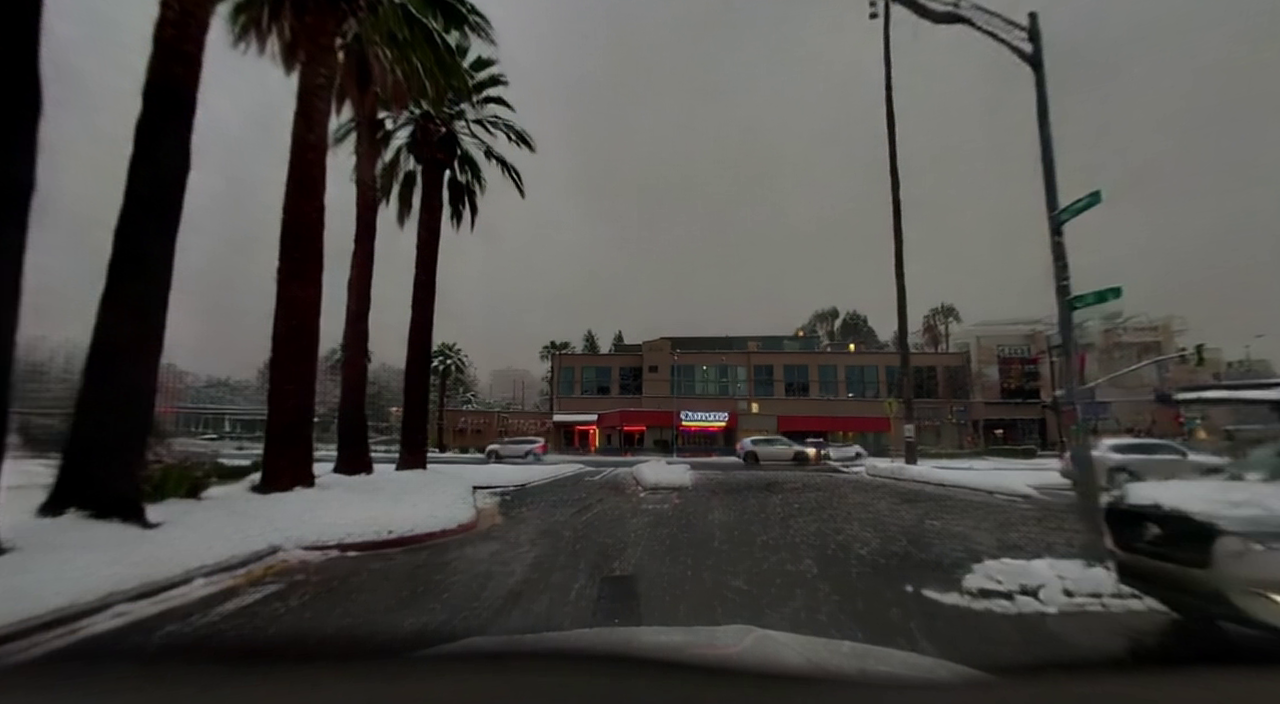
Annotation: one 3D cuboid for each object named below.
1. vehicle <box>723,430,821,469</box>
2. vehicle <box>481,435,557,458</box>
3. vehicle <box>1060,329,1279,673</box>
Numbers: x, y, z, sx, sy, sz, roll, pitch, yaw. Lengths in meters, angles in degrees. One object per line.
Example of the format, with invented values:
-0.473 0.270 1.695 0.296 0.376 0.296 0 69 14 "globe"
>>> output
6.315 4.723 30.627 4.211 1.756 2.158 1 -8 -2 "vehicle"
-8.175 6.455 43.116 4.850 1.472 1.777 1 -8 -3 "vehicle"
5.837 0.944 4.261 4.656 1.886 1.915 1 -8 -4 "vehicle"
